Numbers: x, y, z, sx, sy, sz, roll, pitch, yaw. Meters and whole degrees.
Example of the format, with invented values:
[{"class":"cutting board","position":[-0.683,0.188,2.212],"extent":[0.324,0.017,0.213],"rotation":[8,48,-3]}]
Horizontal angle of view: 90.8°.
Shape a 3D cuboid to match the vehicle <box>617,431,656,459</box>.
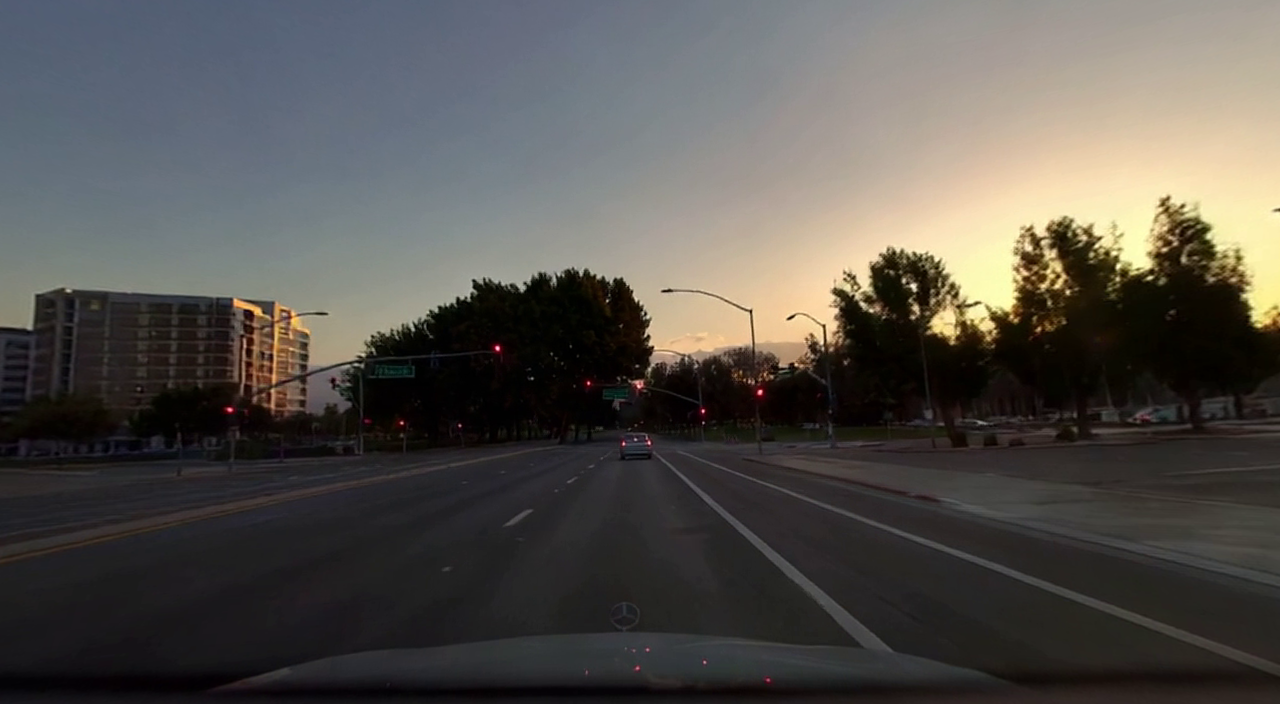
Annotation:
[{"class":"vehicle","position":[-0.226,5.222,35.471],"extent":[2.107,1.470,3.974],"rotation":[0,-8,-1]}]
